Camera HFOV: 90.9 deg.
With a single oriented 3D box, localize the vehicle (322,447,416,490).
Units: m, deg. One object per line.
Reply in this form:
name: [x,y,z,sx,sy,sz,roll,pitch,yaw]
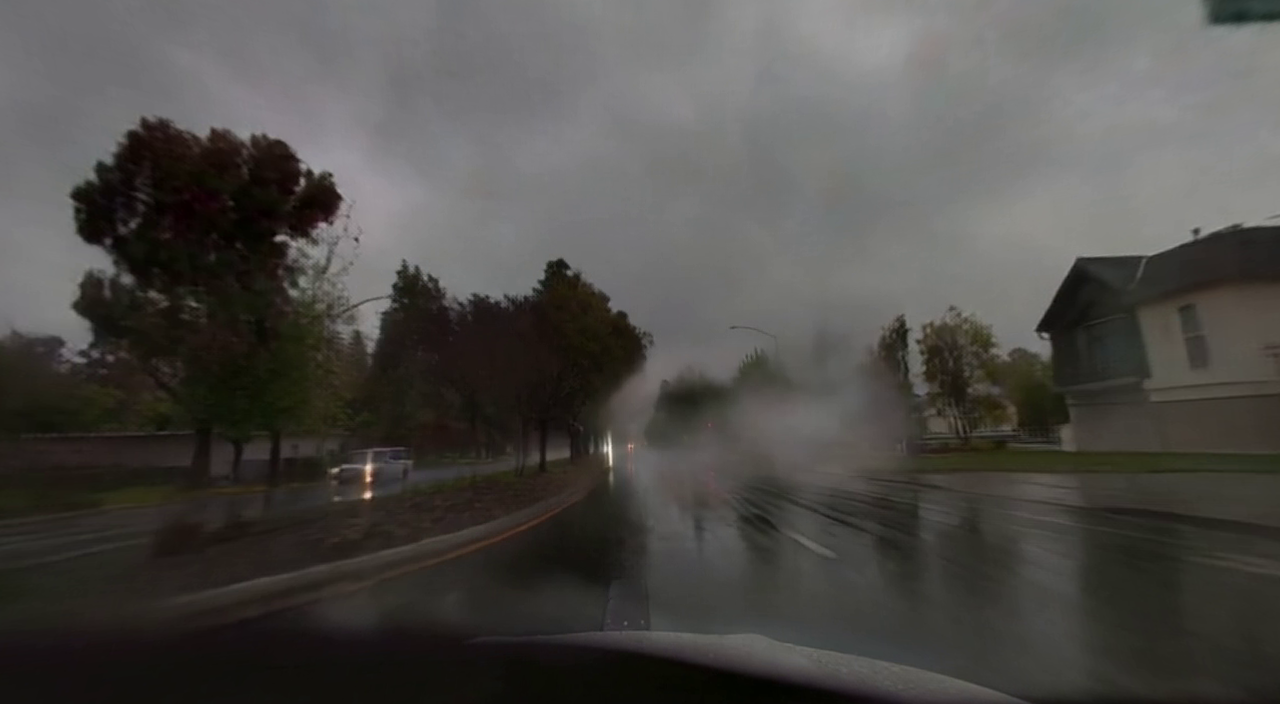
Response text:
vehicle: [-12.188,5.234,28.747,2.010,1.733,4.868,-1,-8,2]
